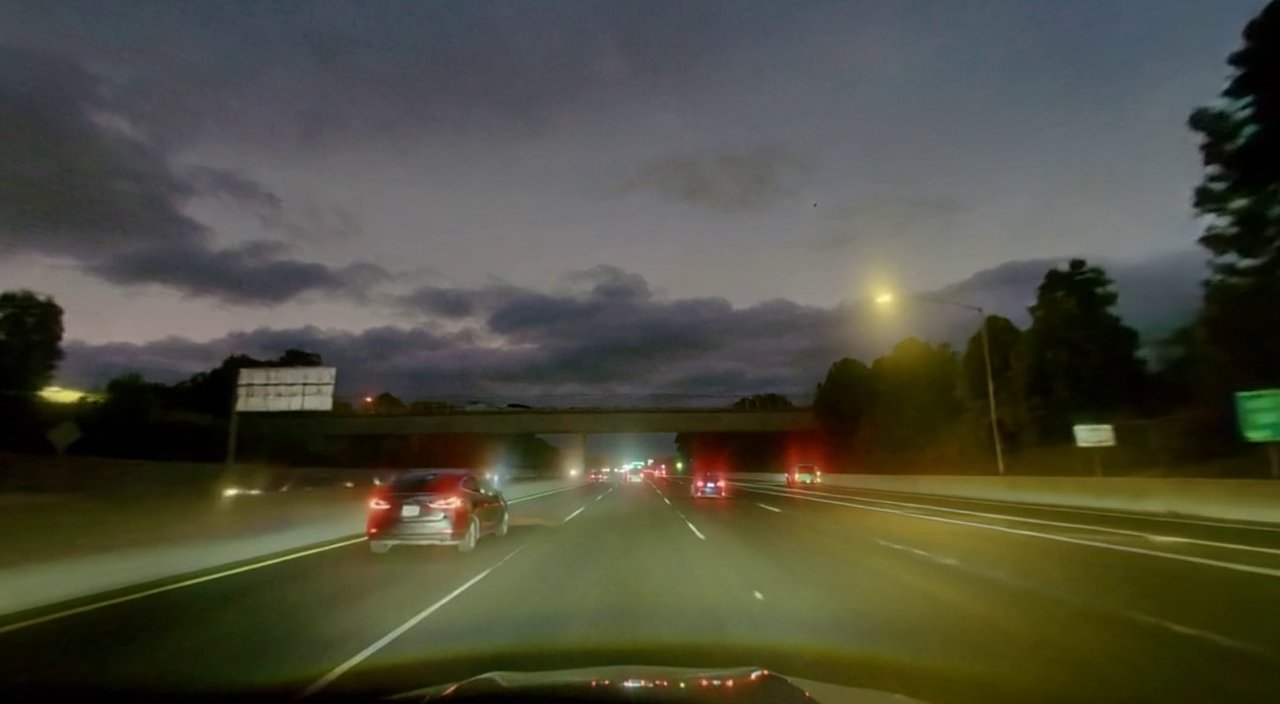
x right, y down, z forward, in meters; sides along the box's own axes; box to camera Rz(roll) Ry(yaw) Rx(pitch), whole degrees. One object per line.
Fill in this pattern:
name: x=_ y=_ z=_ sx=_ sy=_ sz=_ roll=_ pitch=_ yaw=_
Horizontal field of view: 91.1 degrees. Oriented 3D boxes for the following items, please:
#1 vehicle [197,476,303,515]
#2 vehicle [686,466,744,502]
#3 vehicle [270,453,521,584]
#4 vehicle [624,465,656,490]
vehicle: x=-16.658 y=6.114 z=27.101 sx=1.835 sy=1.442 sz=4.120 roll=1 pitch=-11 yaw=0
vehicle: x=3.437 y=6.160 z=29.487 sx=2.092 sy=1.518 sz=4.348 roll=1 pitch=-11 yaw=-1
vehicle: x=-3.351 y=2.405 z=9.751 sx=2.099 sy=1.516 sz=4.308 roll=1 pitch=-11 yaw=0
vehicle: x=0.014 y=9.073 z=45.513 sx=2.181 sy=1.698 sz=4.056 roll=1 pitch=-11 yaw=0
